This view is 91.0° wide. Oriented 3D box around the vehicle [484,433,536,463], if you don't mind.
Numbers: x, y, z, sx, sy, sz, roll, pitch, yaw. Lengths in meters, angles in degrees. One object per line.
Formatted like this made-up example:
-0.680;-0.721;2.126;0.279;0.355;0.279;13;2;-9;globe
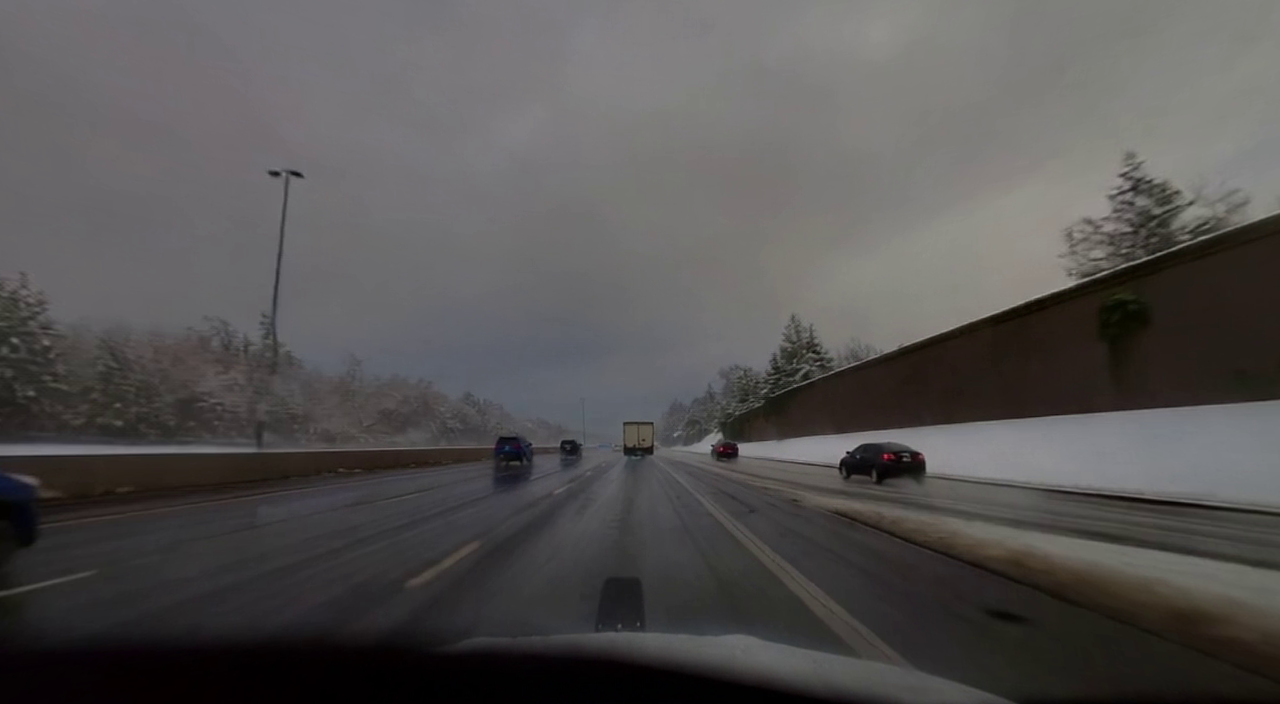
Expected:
-9.909;7.403;48.636;2.571;2.169;6.443;0;-9;1;vehicle

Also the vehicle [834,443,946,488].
9.278;4.238;23.865;2.075;1.510;4.569;1;-9;-5;vehicle
